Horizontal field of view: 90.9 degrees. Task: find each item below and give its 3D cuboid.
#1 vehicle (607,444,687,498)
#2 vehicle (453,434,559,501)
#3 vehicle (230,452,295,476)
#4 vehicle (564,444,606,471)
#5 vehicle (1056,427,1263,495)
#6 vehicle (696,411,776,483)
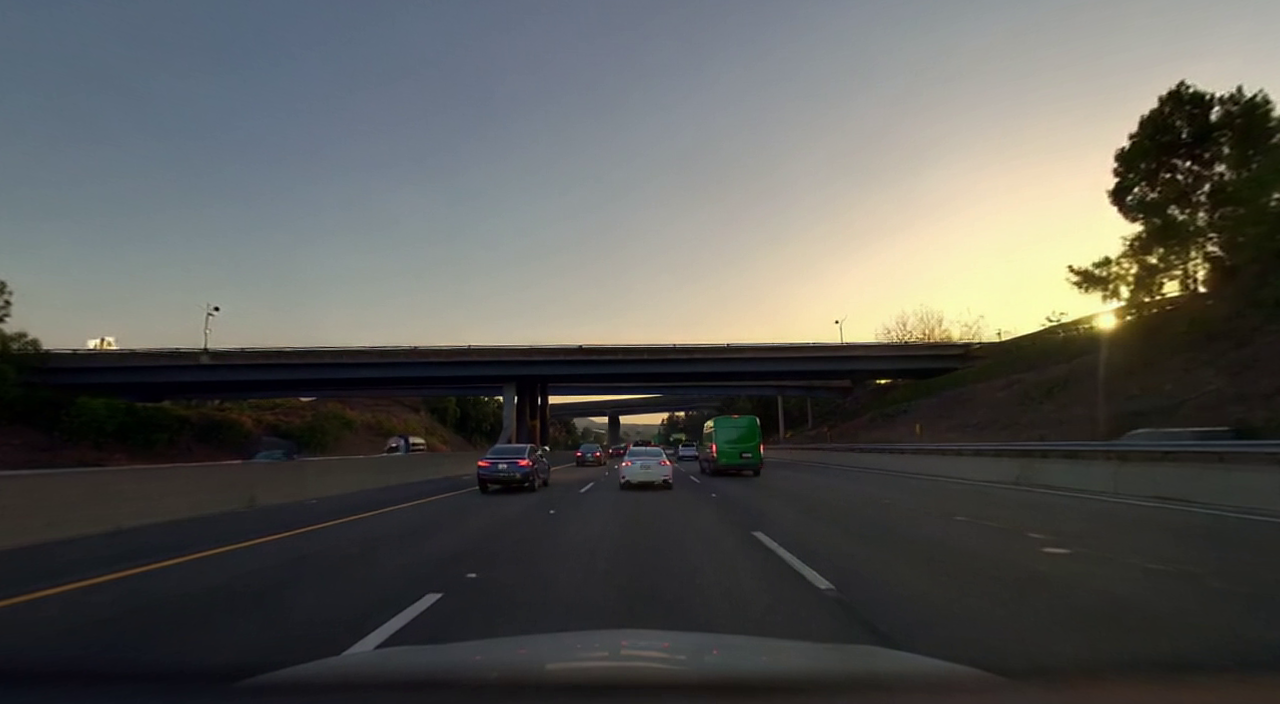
[{"bbox_3d":[0.173,3.563,19.303,2.174,1.467,4.005,0,-8,0],"label":"vehicle"},{"bbox_3d":[-3.761,3.327,18.533,2.078,1.706,4.298,0,-8,1],"label":"vehicle"},{"bbox_3d":[-26.059,7.704,43.695,1.987,1.487,3.758,0,-8,3],"label":"vehicle"},{"bbox_3d":[-3.582,6.976,41.958,2.258,1.655,4.397,0,-8,1],"label":"vehicle"},{"bbox_3d":[16.254,3.443,20.248,2.189,1.869,5.080,0,-8,-1],"label":"vehicle"},{"bbox_3d":[4.028,4.189,27.934,2.436,2.745,6.607,0,-8,0],"label":"vehicle"}]
